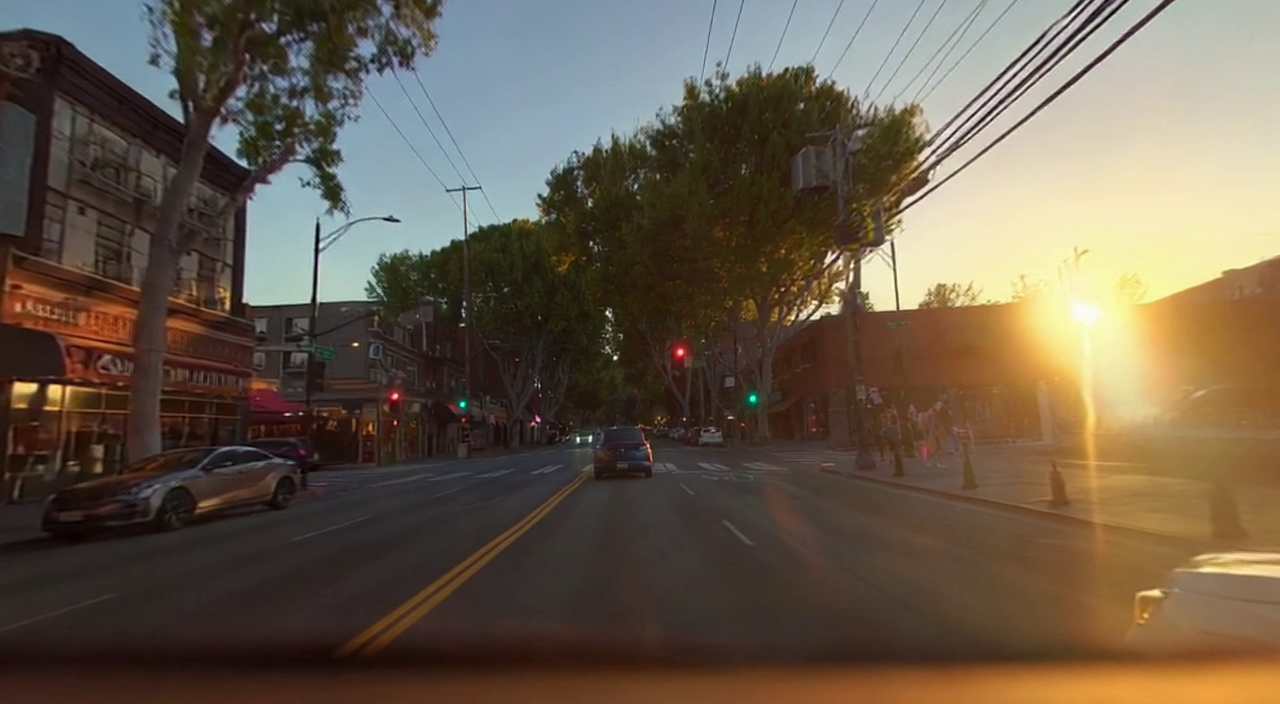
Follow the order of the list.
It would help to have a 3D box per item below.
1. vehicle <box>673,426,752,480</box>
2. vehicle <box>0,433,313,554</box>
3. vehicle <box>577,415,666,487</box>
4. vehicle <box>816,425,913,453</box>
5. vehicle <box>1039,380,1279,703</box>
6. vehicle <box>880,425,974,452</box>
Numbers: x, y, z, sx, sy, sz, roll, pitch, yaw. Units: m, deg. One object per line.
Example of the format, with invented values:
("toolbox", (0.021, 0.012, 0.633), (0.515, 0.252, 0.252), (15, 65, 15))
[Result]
("vehicle", (2.294, 3.326, 21.040), (1.998, 1.580, 4.015), (0, -8, -2))
("vehicle", (-9.739, 2.806, 13.657), (2.048, 1.985, 6.011), (1, -8, 0))
("vehicle", (-0.528, 2.931, 18.922), (2.301, 1.854, 4.919), (0, -8, -1))
("vehicle", (12.645, 4.936, 35.757), (4.713, 1.493, 1.875), (0, -8, -2))
("vehicle", (2.832, 0.630, 0.501), (2.146, 1.457, 4.439), (0, -8, 0))
("vehicle", (16.298, 4.941, 36.039), (4.428, 1.488, 1.980), (0, -8, 1))
